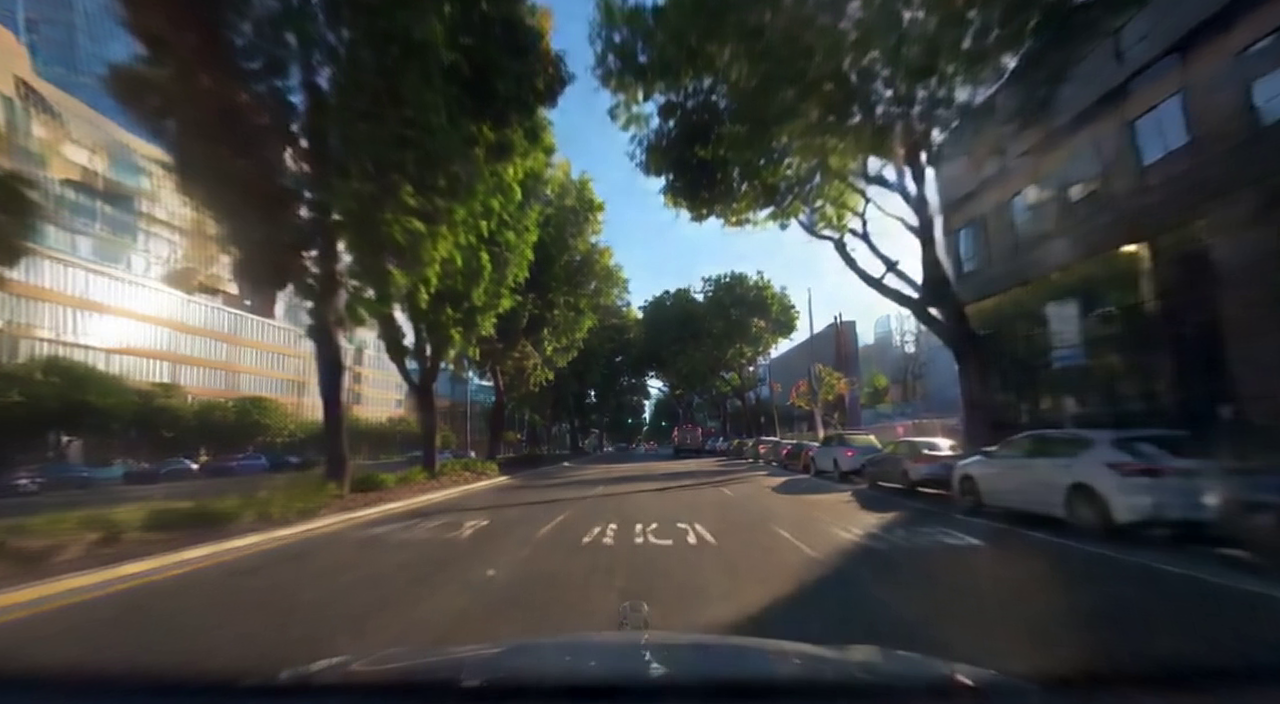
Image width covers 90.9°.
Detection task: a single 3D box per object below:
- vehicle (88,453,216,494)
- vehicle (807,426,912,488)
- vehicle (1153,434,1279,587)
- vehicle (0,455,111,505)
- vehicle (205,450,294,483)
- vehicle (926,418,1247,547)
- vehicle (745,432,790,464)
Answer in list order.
[{"bbox_3d":[-21.779,5.420,28.480,1.827,1.518,4.870,-3,-8,2],"label":"vehicle"},{"bbox_3d":[7.380,3.592,21.801,1.974,1.876,4.842,-1,-8,2],"label":"vehicle"},{"bbox_3d":[7.124,1.417,5.319,1.788,1.475,4.493,0,-8,0],"label":"vehicle"},{"bbox_3d":[-22.080,4.645,22.897,1.990,1.525,4.387,-7,-9,1],"label":"vehicle"},{"bbox_3d":[-21.633,6.328,35.169,1.936,1.538,4.777,-4,-8,0],"label":"vehicle"},{"bbox_3d":[7.091,2.110,10.968,1.963,1.701,5.028,0,-8,1],"label":"vehicle"},{"bbox_3d":[7.891,5.998,39.441,1.908,1.833,4.711,0,-8,1],"label":"vehicle"}]
